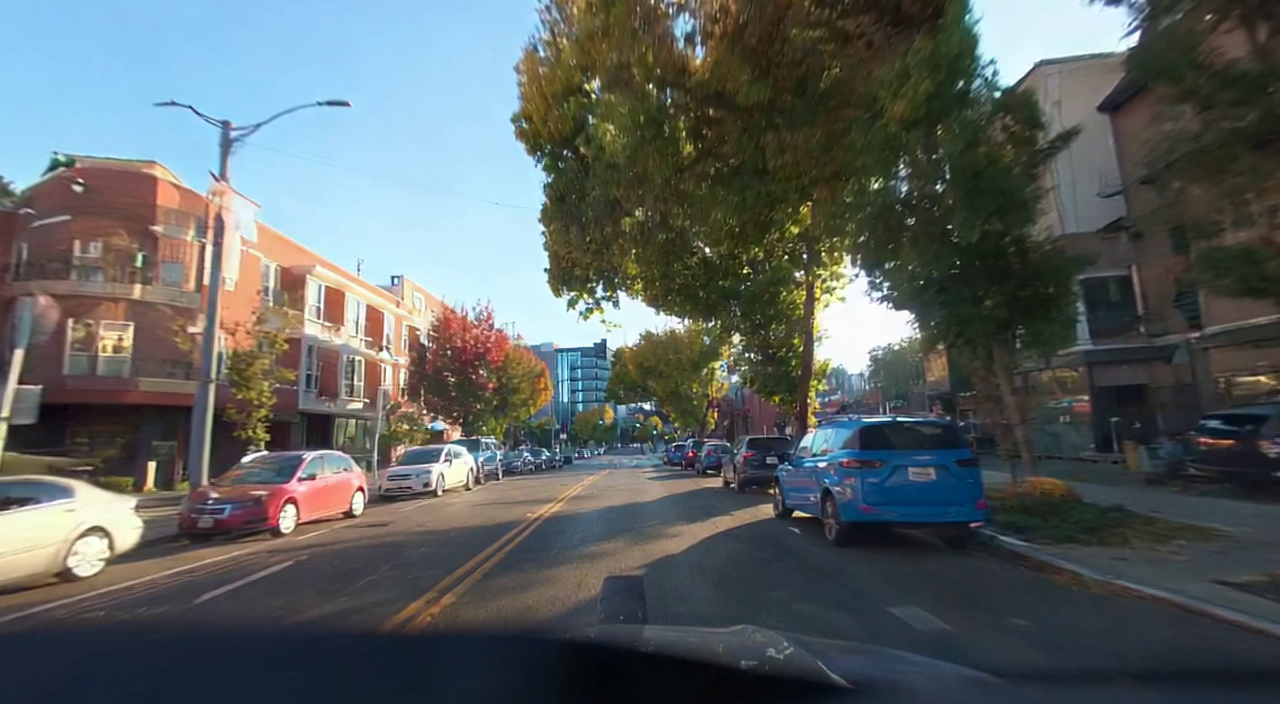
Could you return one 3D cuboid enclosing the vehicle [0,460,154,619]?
[{"bbox_3d":[-6.799,1.680,5.369,1.822,1.411,4.389,0,-9,0],"label":"vehicle"}]

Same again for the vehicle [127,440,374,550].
[{"bbox_3d":[-6.841,2.501,11.766,1.938,1.654,4.130,0,-9,0],"label":"vehicle"}]

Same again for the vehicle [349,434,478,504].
[{"bbox_3d":[-6.753,3.534,19.517,2.224,1.849,4.772,0,-9,0],"label":"vehicle"}]

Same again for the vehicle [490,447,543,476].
[{"bbox_3d":[-6.737,5.991,34.855,1.913,1.479,4.714,-1,-9,1],"label":"vehicle"}]

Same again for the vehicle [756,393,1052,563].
[{"bbox_3d":[3.274,1.713,9.250,2.118,1.793,4.885,0,-9,-1],"label":"vehicle"}]

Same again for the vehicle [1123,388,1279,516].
[{"bbox_3d":[10.525,1.683,10.805,4.406,1.796,2.127,5,-10,-34],"label":"vehicle"}]
